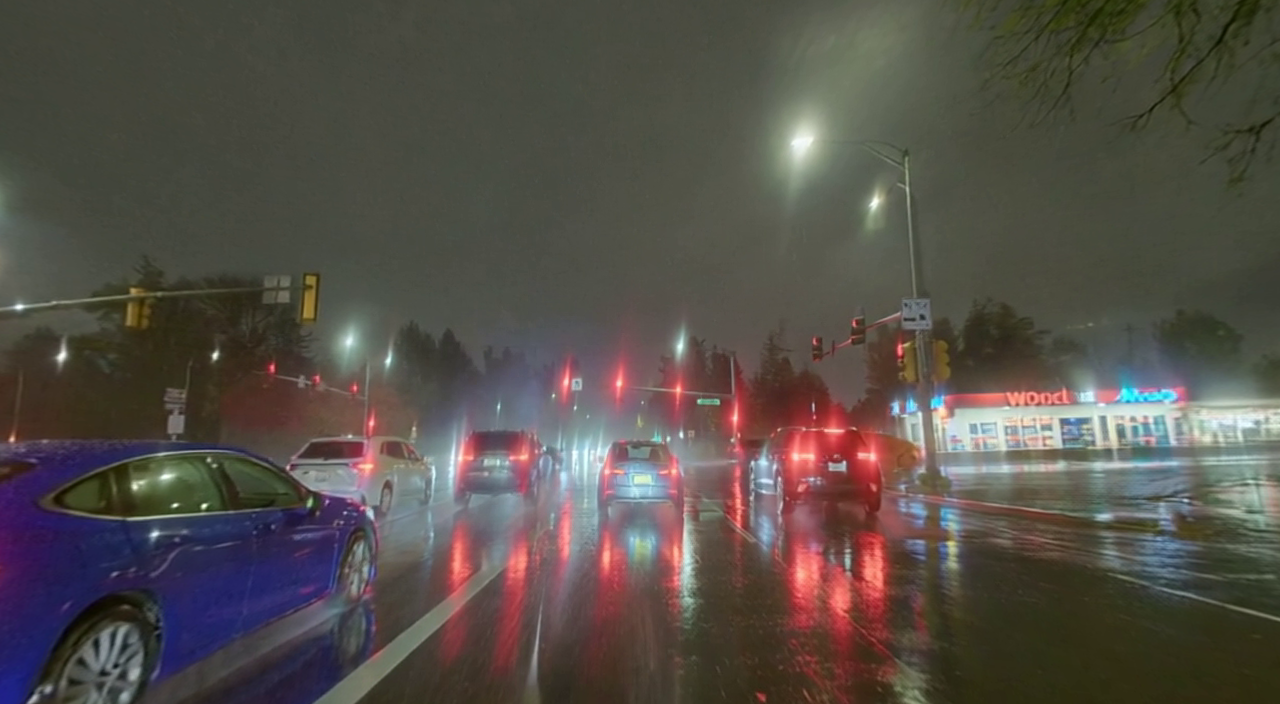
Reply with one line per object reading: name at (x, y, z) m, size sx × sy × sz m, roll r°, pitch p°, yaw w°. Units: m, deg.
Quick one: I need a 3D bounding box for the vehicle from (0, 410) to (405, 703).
vehicle at (-3.332, 1.206, 3.892) m, size 2.014 × 1.472 × 4.357 m, roll 0°, pitch -9°, yaw 1°

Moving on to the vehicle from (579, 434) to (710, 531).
vehicle at (0.113, 2.353, 11.875) m, size 2.032 × 1.499 × 3.994 m, roll 0°, pitch -9°, yaw 1°

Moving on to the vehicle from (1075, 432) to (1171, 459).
vehicle at (30.547, 5.927, 39.914) m, size 4.432 × 1.680 × 1.932 m, roll 0°, pitch -9°, yaw 2°

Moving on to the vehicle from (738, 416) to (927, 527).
vehicle at (3.305, 2.183, 11.948) m, size 2.076 × 1.691 × 4.402 m, roll 0°, pitch -9°, yaw -2°

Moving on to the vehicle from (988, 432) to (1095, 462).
vehicle at (23.339, 5.535, 36.725) m, size 4.781 × 1.700 × 1.986 m, roll 0°, pitch -9°, yaw 1°

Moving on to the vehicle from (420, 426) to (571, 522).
vehicle at (-2.827, 2.509, 13.407) m, size 2.072 × 1.694 × 4.070 m, roll -1°, pitch -9°, yaw 2°
